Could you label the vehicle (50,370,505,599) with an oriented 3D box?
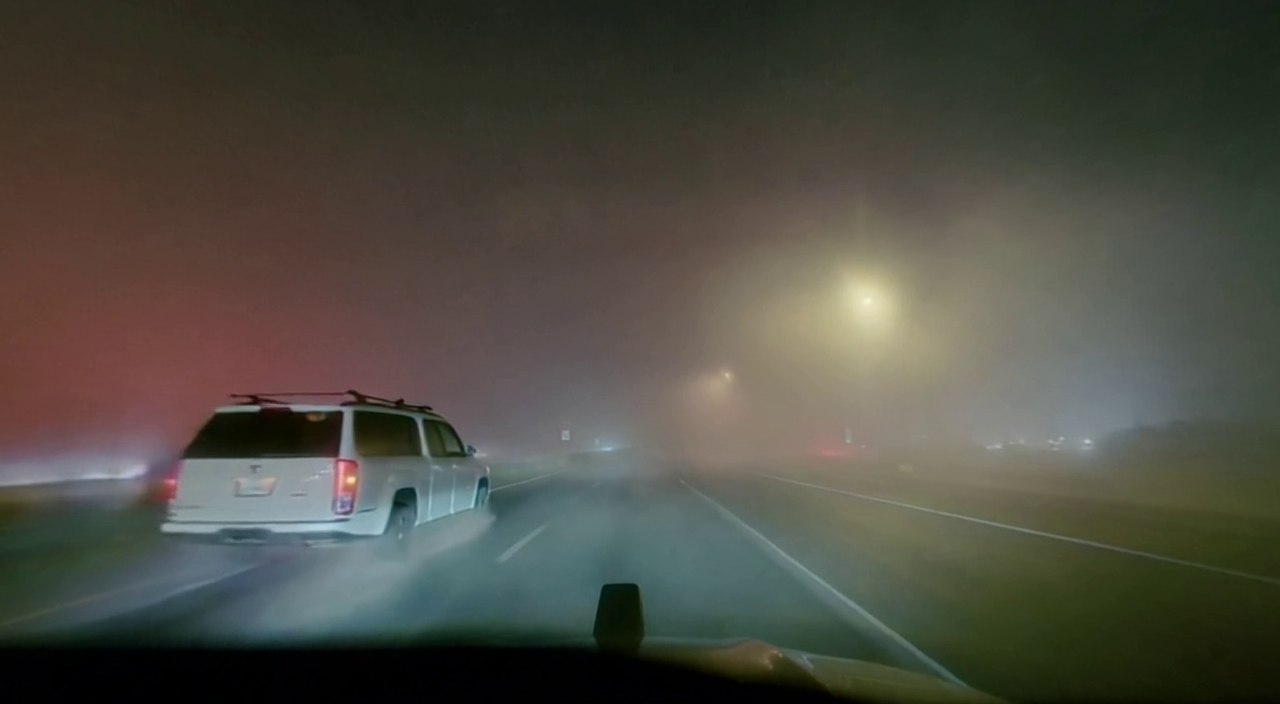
[{"bbox_3d":[-3.687,1.538,8.258,2.431,1.928,5.760,0,-9,1],"label":"vehicle"}]
